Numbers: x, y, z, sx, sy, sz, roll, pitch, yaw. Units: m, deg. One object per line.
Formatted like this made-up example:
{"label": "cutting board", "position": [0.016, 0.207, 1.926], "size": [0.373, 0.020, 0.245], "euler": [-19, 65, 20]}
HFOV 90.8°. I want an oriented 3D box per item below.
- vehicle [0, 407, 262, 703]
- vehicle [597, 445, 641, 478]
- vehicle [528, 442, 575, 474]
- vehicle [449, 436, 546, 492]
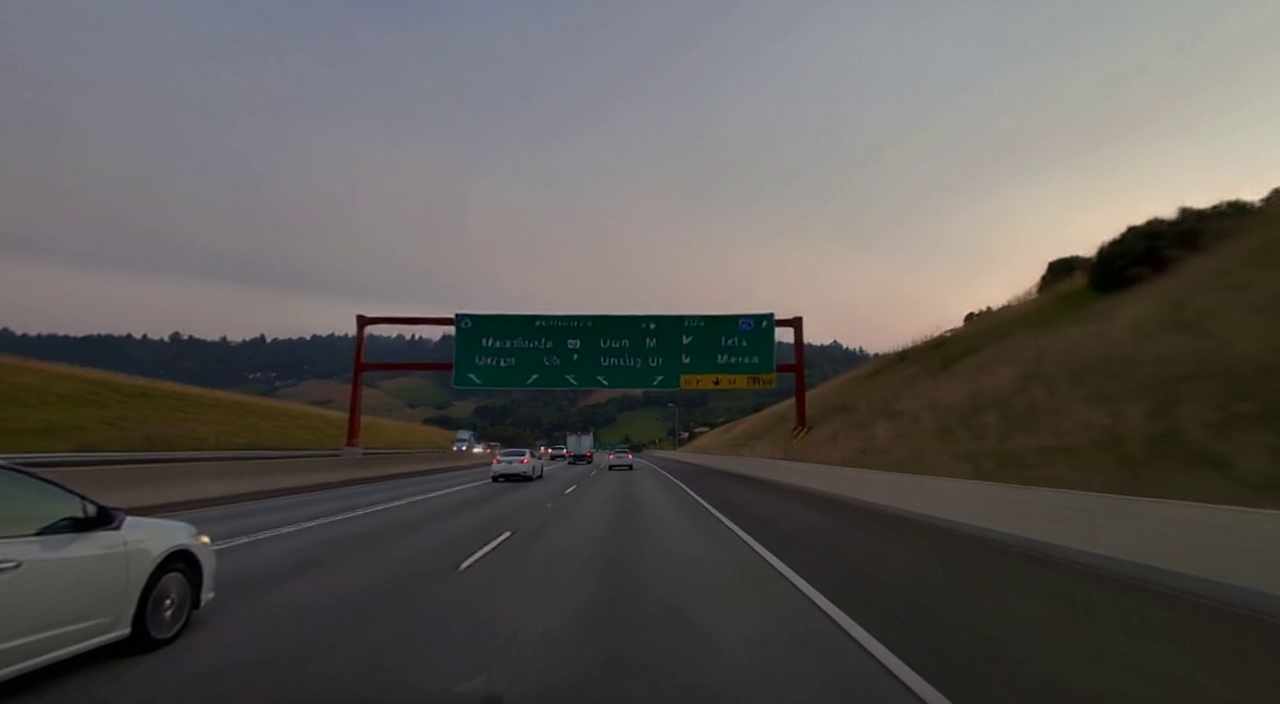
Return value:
{"label": "vehicle", "position": [-3.900, 1.006, 2.853], "size": [1.892, 1.492, 3.940], "euler": [0, -9, 0]}
{"label": "vehicle", "position": [-1.004, 5.236, 30.458], "size": [1.988, 1.440, 4.201], "euler": [0, -9, -2]}
{"label": "vehicle", "position": [-4.822, 5.831, 34.884], "size": [2.118, 1.624, 4.032], "euler": [0, -9, -1]}
{"label": "vehicle", "position": [-4.477, 3.608, 20.581], "size": [2.208, 1.619, 4.162], "euler": [0, -9, 0]}
